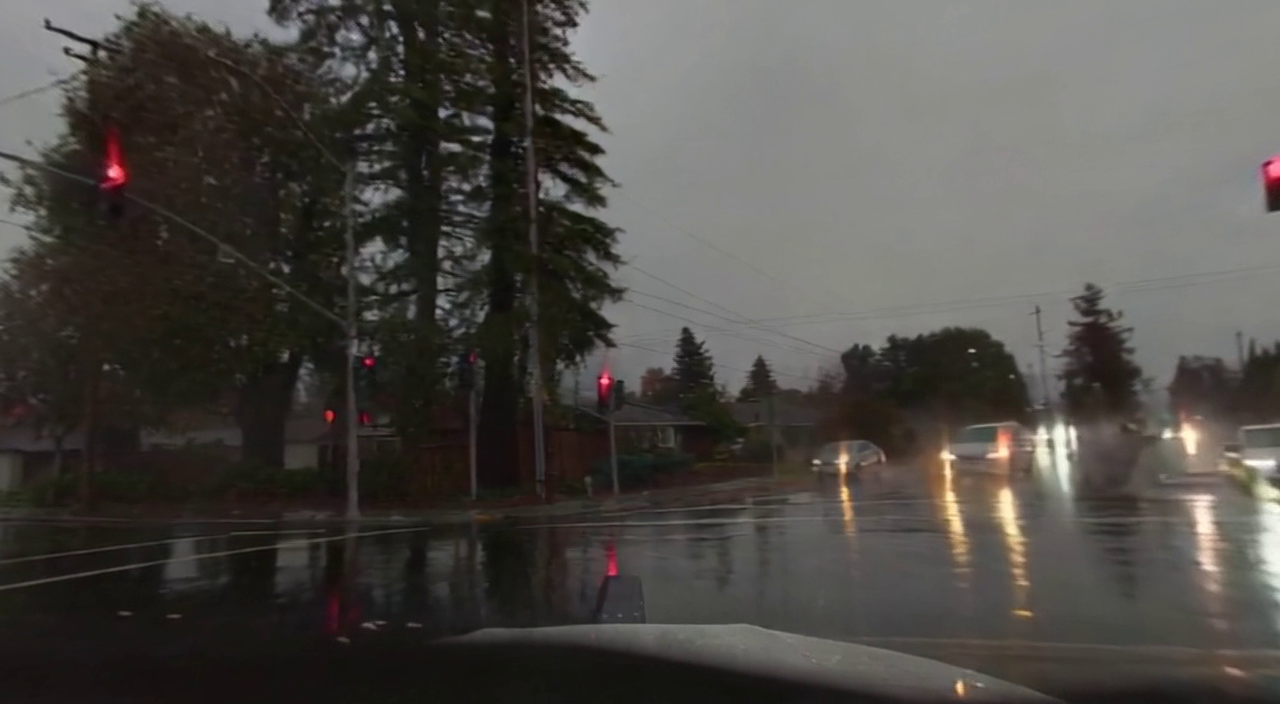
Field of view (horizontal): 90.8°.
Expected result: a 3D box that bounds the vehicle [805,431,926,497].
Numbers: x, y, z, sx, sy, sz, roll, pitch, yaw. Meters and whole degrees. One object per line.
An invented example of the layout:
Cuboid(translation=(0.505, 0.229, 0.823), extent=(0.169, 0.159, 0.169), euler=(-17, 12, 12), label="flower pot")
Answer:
Cuboid(translation=(7.219, 3.464, 19.943), extent=(2.241, 1.819, 4.690), euler=(-7, -11, 36), label="vehicle")

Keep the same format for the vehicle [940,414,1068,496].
Cuboid(translation=(10.697, 2.953, 18.354), extent=(2.479, 1.977, 5.254), euler=(-7, -11, 36), label="vehicle")

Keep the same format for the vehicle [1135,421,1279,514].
Cuboid(translation=(11.504, 2.145, 12.107), extent=(2.174, 1.477, 4.805), euler=(-5, -10, 27), label="vehicle")
